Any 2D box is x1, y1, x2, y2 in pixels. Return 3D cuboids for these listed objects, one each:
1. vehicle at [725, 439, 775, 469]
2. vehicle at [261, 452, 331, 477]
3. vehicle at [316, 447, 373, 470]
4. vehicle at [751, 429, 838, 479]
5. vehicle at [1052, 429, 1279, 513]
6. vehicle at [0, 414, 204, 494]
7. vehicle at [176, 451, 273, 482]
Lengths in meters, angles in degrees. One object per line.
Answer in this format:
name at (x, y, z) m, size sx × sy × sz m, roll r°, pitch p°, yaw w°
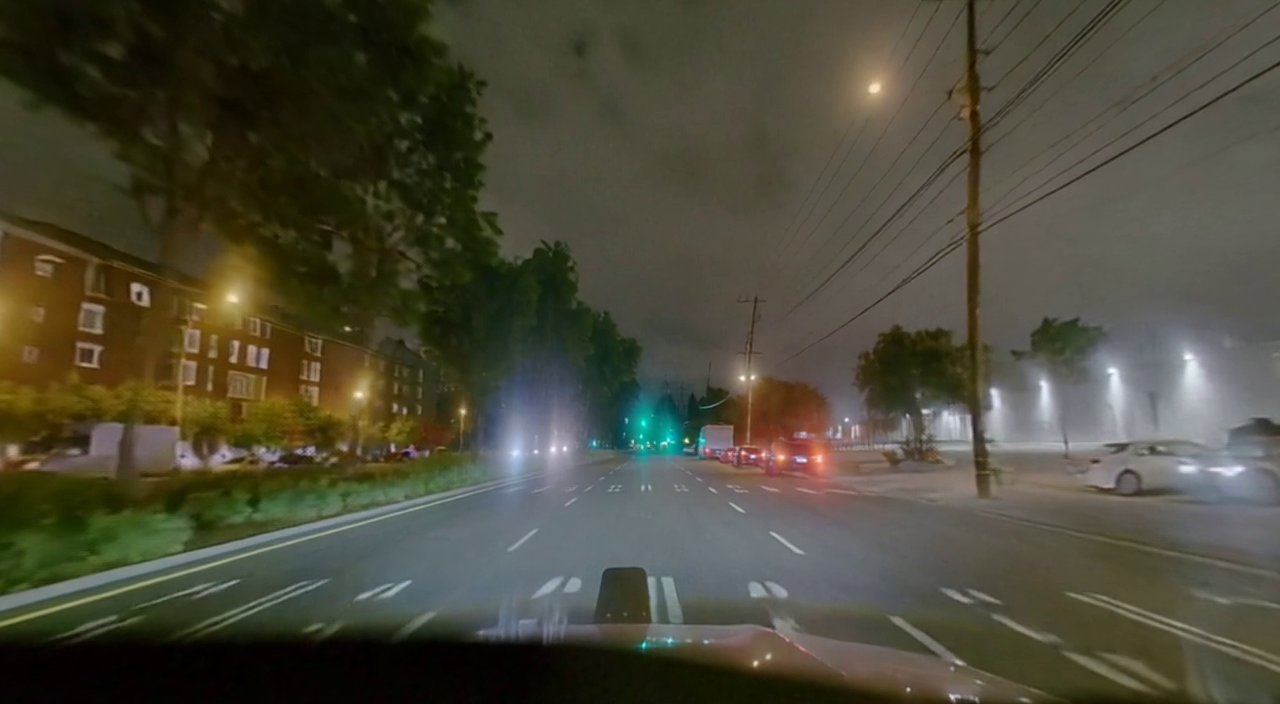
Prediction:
vehicle at (7.199, 6.768, 42.016) m, size 2.258 × 1.845 × 5.381 m, roll 0°, pitch -8°, yaw -1°
vehicle at (-22.072, 7.211, 40.645) m, size 1.907 × 1.404 × 4.413 m, roll -1°, pitch -8°, yaw 3°
vehicle at (-22.055, 7.977, 47.250) m, size 1.778 × 1.533 × 4.967 m, roll -2°, pitch -8°, yaw 2°
vehicle at (7.061, 4.763, 29.670) m, size 2.563 × 2.090 × 6.077 m, roll 0°, pitch -8°, yaw 0°
vehicle at (11.848, 2.582, 14.238) m, size 1.970 × 1.551 × 4.713 m, roll 0°, pitch -8°, yaw 1°
vehicle at (-22.328, 4.250, 26.628) m, size 2.397 × 2.865 × 7.296 m, roll 0°, pitch -8°, yaw 1°
vehicle at (-22.284, 6.128, 34.067) m, size 1.877 × 1.473 × 4.892 m, roll 0°, pitch -8°, yaw 1°
